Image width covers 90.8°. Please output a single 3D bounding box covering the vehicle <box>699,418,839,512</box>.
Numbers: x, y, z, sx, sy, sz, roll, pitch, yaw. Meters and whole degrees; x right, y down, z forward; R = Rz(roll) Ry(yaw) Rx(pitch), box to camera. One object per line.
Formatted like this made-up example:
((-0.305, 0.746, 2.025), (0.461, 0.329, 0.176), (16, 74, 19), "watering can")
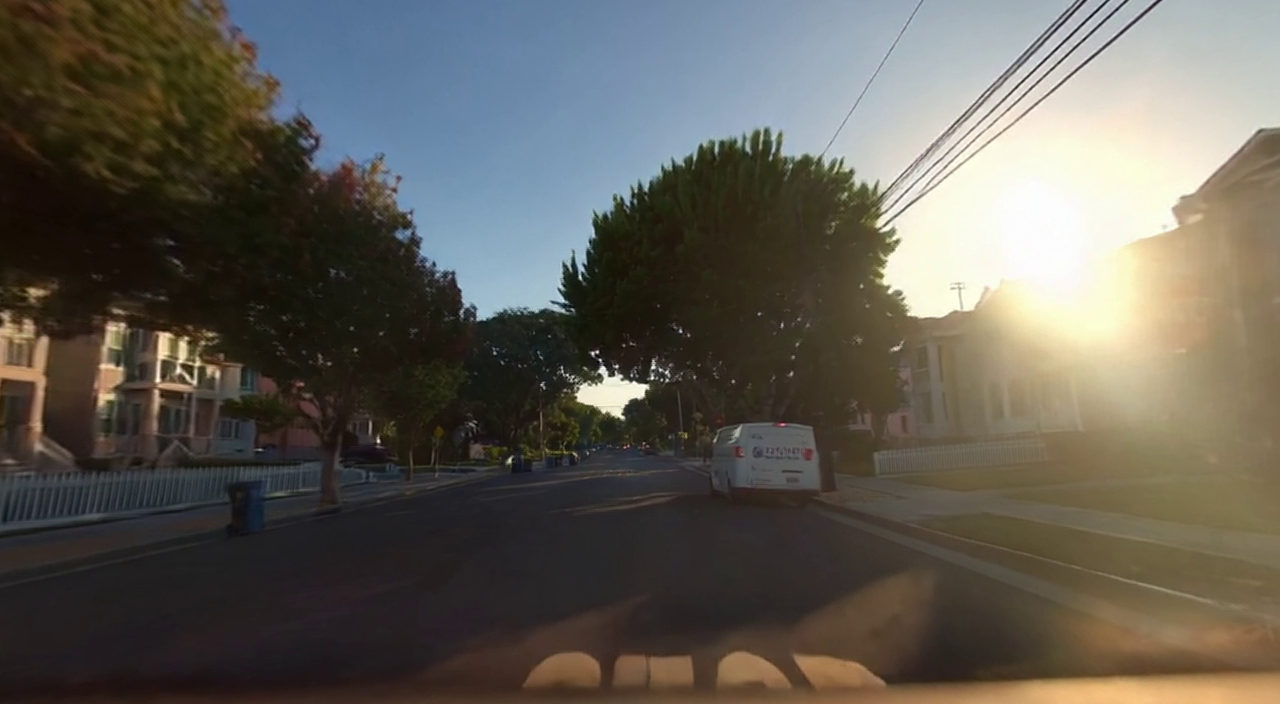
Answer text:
((2.703, 2.528, 14.559), (2.126, 1.795, 4.751), (0, -9, -1), "vehicle")
